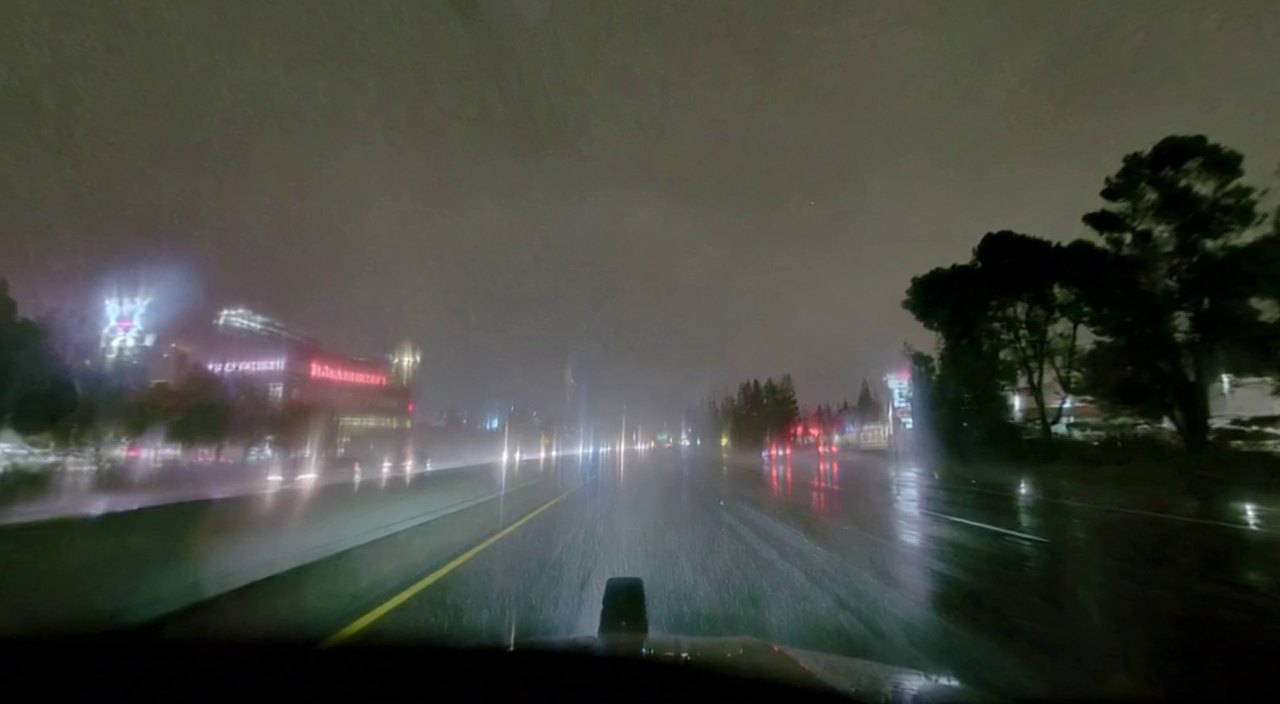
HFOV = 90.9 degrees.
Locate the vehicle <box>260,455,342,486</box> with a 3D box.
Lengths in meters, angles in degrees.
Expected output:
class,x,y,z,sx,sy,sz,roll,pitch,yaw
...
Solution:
class,x,y,z,sx,sy,sz,roll,pitch,yaw
vehicle,-17.807,6.210,33.397,1.803,1.427,4.553,0,-8,0
